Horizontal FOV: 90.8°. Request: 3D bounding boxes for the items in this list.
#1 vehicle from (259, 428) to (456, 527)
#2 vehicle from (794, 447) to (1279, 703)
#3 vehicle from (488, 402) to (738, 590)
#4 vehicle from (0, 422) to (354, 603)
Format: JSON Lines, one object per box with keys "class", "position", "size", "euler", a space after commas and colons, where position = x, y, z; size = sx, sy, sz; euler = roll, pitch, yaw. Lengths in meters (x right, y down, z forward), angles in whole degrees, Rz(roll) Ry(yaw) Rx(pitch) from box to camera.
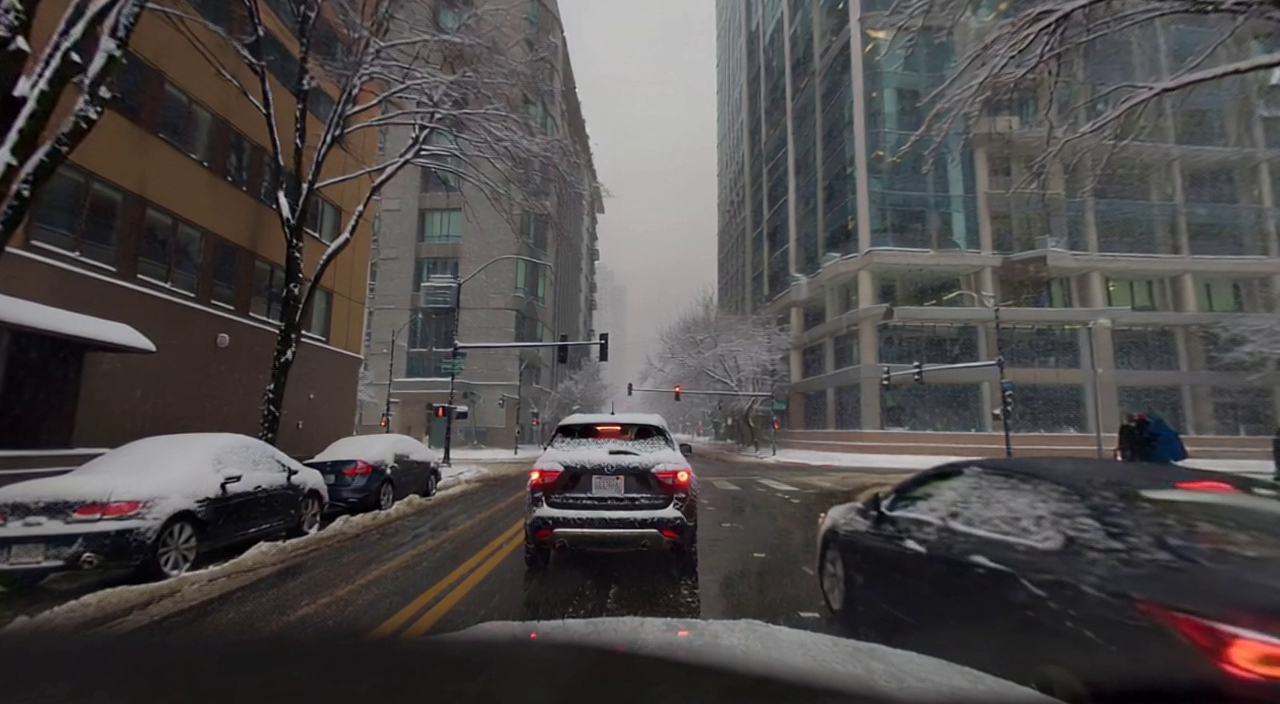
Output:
{"class": "vehicle", "position": [-5.871, 2.655, 13.970], "size": [2.077, 1.791, 4.751], "euler": [0, -9, 1]}
{"class": "vehicle", "position": [2.567, 1.351, 4.368], "size": [1.882, 1.354, 4.749], "euler": [0, -9, 1]}
{"class": "vehicle", "position": [-0.227, 1.606, 7.784], "size": [2.258, 1.687, 3.934], "euler": [0, -9, 1]}
{"class": "vehicle", "position": [-5.756, 1.858, 8.286], "size": [1.904, 1.684, 4.529], "euler": [0, -9, -1]}
